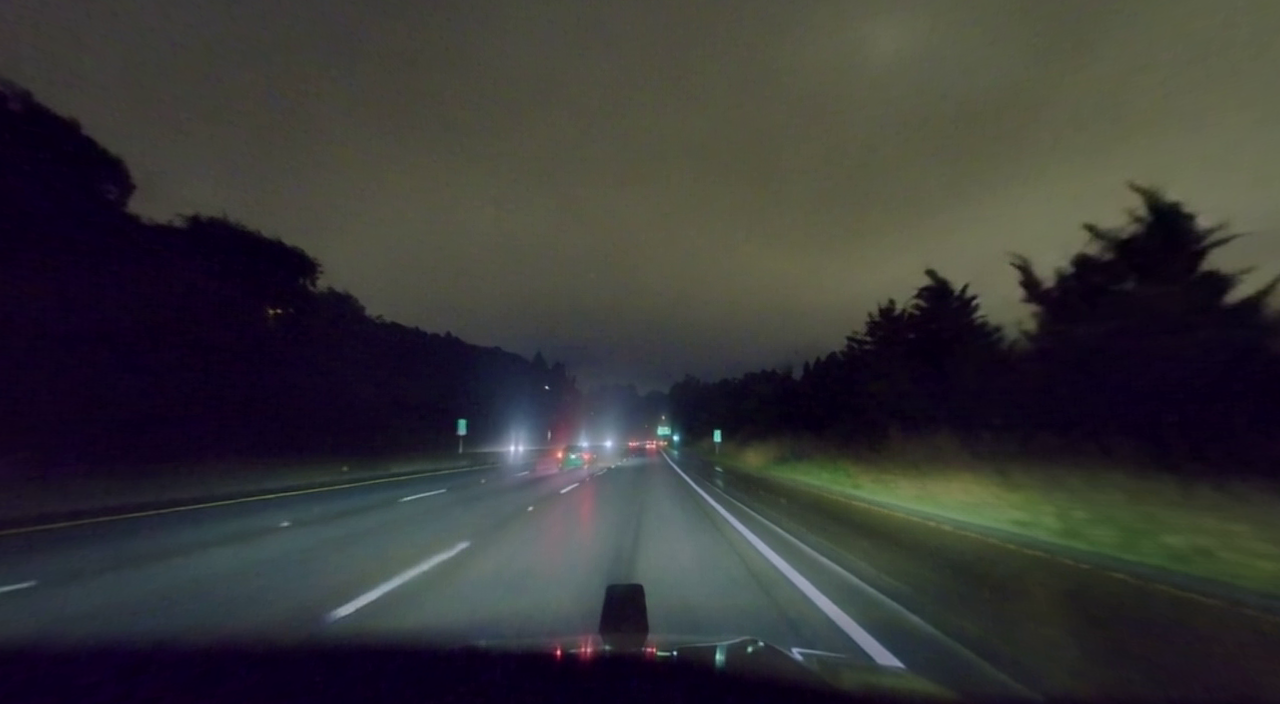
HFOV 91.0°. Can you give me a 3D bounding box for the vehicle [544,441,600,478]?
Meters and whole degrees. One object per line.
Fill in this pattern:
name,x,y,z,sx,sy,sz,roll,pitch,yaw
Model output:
vehicle,-3.026,4.862,28.838,2.015,1.561,4.469,0,-8,1
